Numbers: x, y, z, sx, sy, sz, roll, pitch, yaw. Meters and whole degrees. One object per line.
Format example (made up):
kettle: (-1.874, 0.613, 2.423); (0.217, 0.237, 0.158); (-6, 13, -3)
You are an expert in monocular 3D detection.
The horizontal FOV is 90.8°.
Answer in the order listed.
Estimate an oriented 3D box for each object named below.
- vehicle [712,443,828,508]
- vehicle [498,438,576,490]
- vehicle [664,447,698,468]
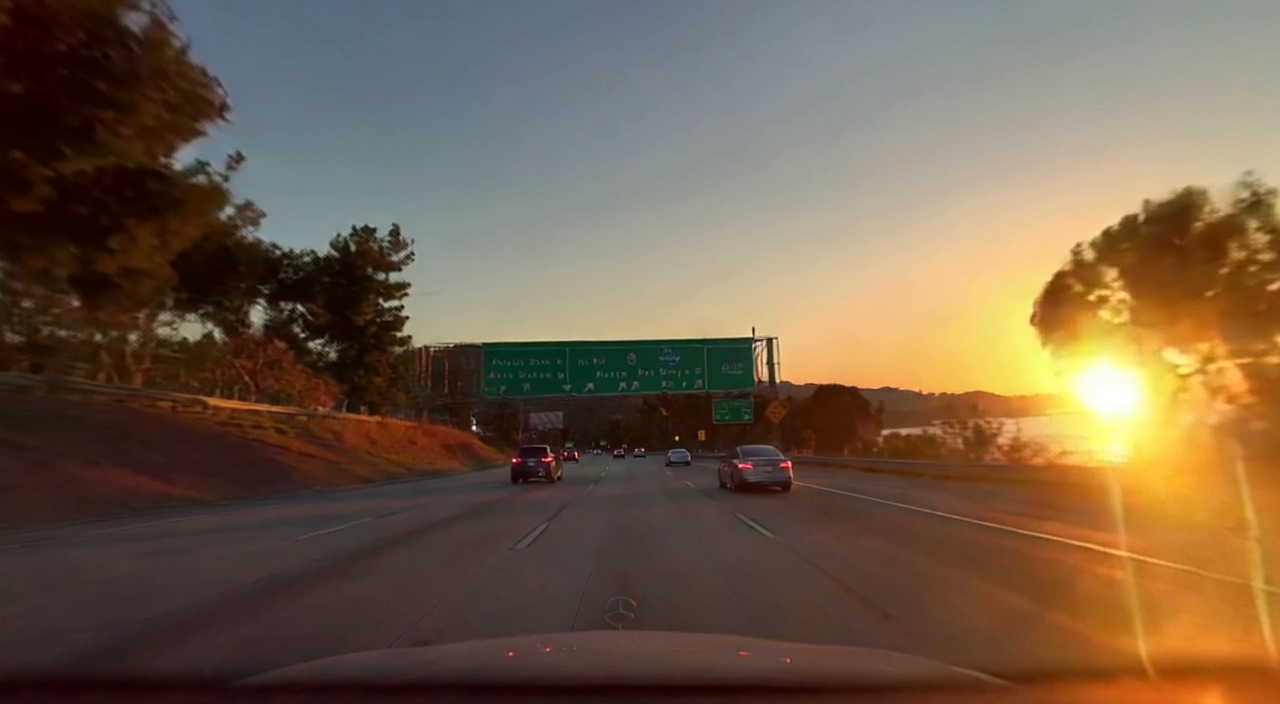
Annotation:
vehicle: (3.202, 3.130, 16.542); (1.947, 1.437, 4.345); (0, -9, -3)
vehicle: (-3.716, 4.147, 23.710); (2.244, 1.755, 4.417); (0, -9, -1)
vehicle: (2.935, 7.668, 46.004); (2.021, 1.447, 3.985); (0, -9, -3)
